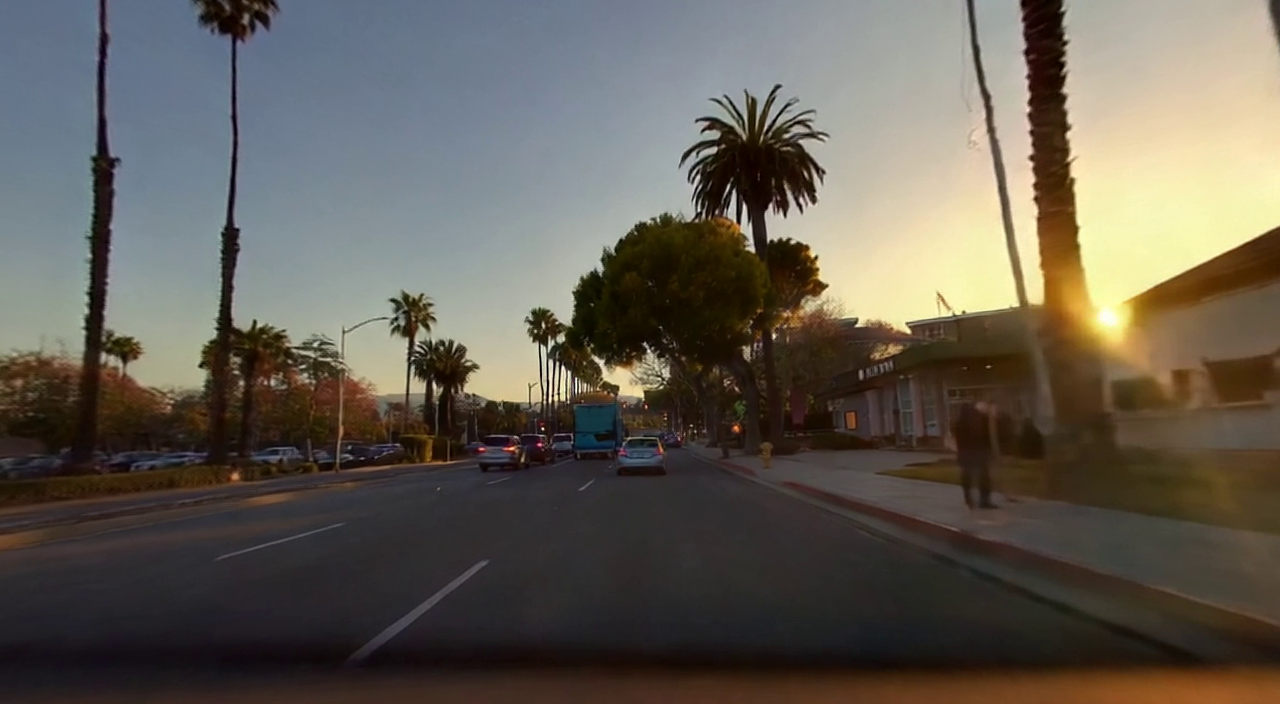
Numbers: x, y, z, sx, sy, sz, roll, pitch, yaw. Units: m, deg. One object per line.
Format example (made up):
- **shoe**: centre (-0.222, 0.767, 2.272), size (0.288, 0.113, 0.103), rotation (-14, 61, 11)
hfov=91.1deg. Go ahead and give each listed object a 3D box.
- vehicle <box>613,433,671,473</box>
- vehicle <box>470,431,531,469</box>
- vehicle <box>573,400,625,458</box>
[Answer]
- **vehicle**: centre (0.114, 4.103, 25.613), size (2.144, 1.514, 4.063), rotation (0, -9, 1)
- **vehicle**: centre (-7.060, 5.023, 32.246), size (2.014, 1.830, 4.281), rotation (0, -9, 2)
- **vehicle**: centre (-2.966, 6.163, 48.945), size (2.992, 3.949, 11.815), rotation (0, -9, 1)
